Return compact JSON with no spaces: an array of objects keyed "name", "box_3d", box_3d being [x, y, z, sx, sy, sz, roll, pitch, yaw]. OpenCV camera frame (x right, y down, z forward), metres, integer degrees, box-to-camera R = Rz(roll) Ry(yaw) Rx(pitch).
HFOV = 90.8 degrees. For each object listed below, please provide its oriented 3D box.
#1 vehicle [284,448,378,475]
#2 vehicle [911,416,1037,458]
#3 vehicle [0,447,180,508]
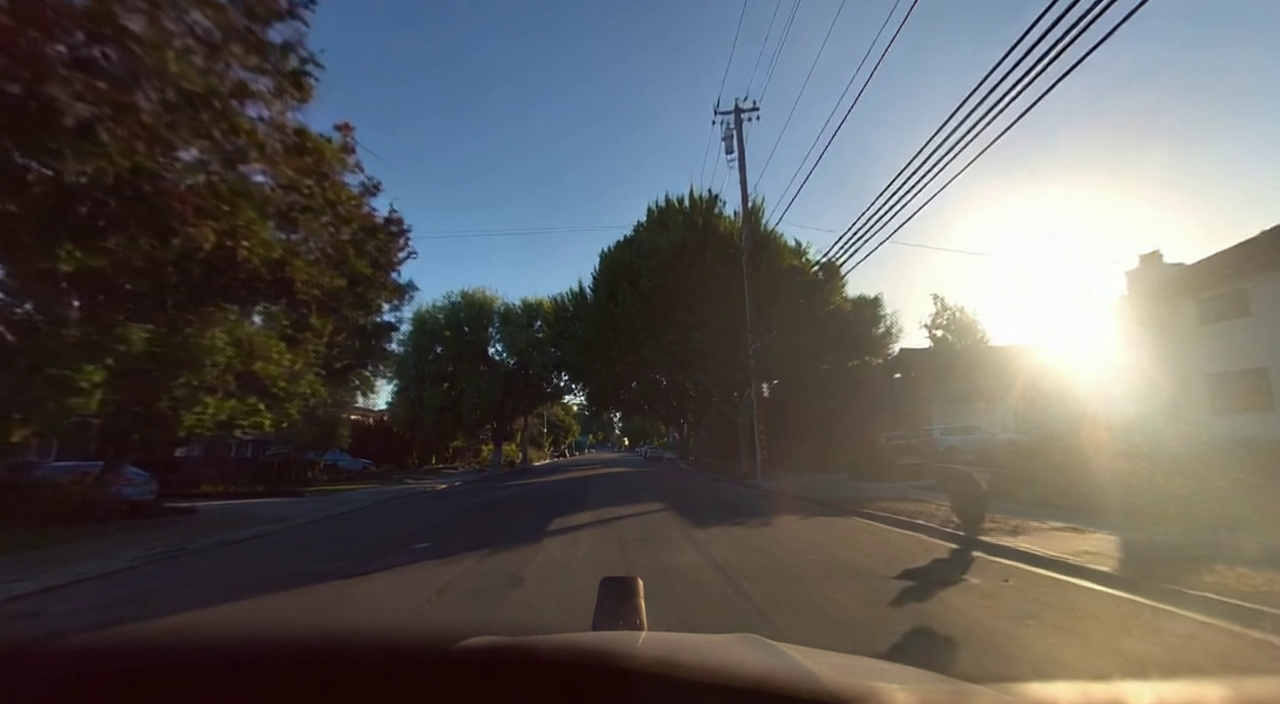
[{"name":"vehicle","box_3d":[-18.119,6.398,37.136,4.519,1.426,1.903,8,-12,-42]},{"name":"vehicle","box_3d":[15.058,3.852,28.674,4.562,1.832,1.987,0,-8,-3]},{"name":"vehicle","box_3d":[-15.002,3.224,16.591,4.477,1.449,1.922,5,-10,-32]}]
